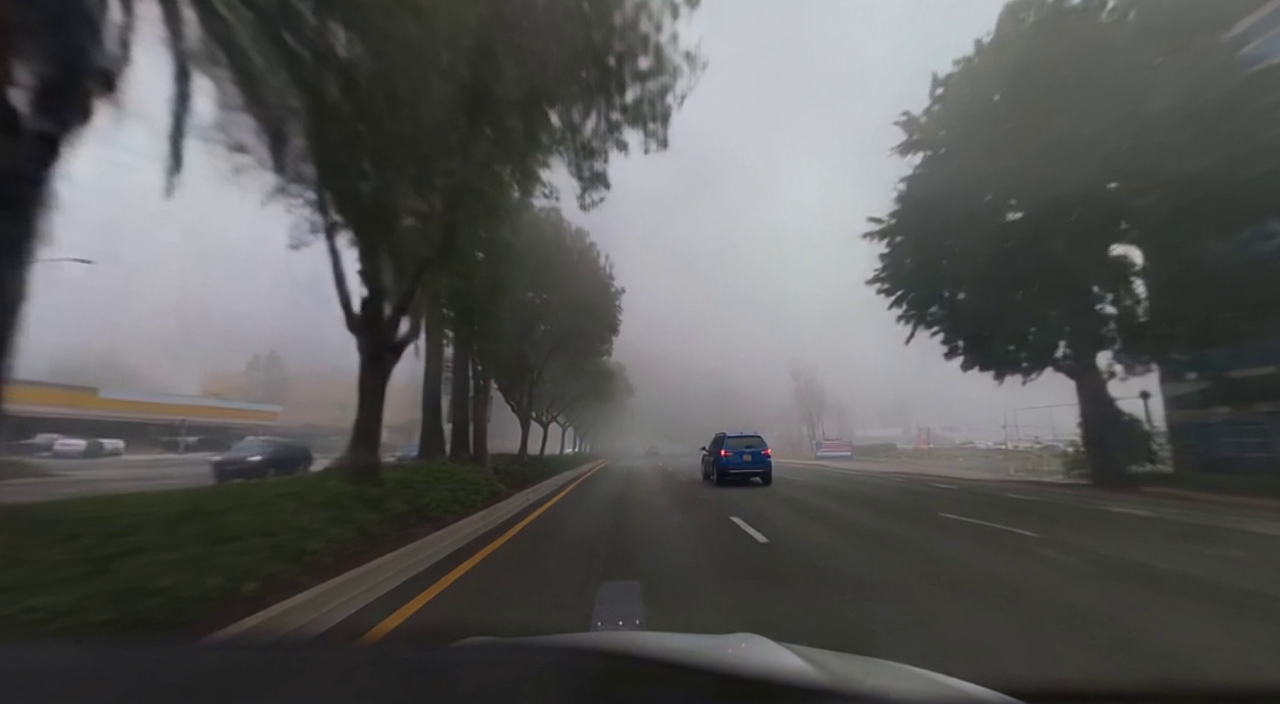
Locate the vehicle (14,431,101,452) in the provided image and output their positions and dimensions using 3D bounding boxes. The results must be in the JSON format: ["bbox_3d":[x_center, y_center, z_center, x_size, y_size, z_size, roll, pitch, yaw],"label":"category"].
[{"bbox_3d":[-44.084,6.812,47.903,4.566,1.522,1.950,0,-8,-2],"label":"vehicle"}]

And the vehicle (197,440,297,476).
[{"bbox_3d":[-17.715,4.794,28.764,1.764,1.476,4.349,0,-8,0],"label":"vehicle"}]

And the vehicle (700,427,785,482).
[{"bbox_3d":[3.417,3.533,21.921,2.072,1.696,4.177,0,-8,-2],"label":"vehicle"}]
